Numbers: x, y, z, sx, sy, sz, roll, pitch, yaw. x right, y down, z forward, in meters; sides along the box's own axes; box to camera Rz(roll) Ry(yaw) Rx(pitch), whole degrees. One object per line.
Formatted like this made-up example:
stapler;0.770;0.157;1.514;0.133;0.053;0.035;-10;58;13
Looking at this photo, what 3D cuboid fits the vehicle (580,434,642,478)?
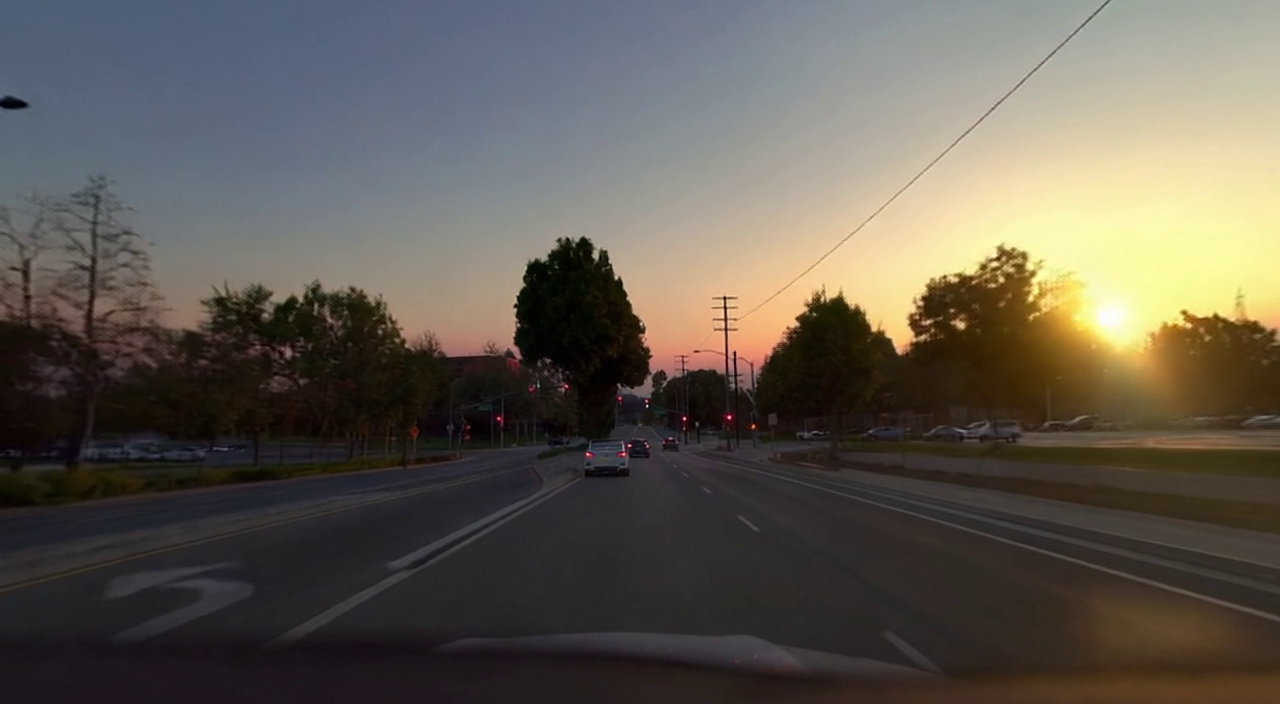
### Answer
vehicle;-0.993;3.776;23.157;2.075;1.470;3.962;0;-8;-1
